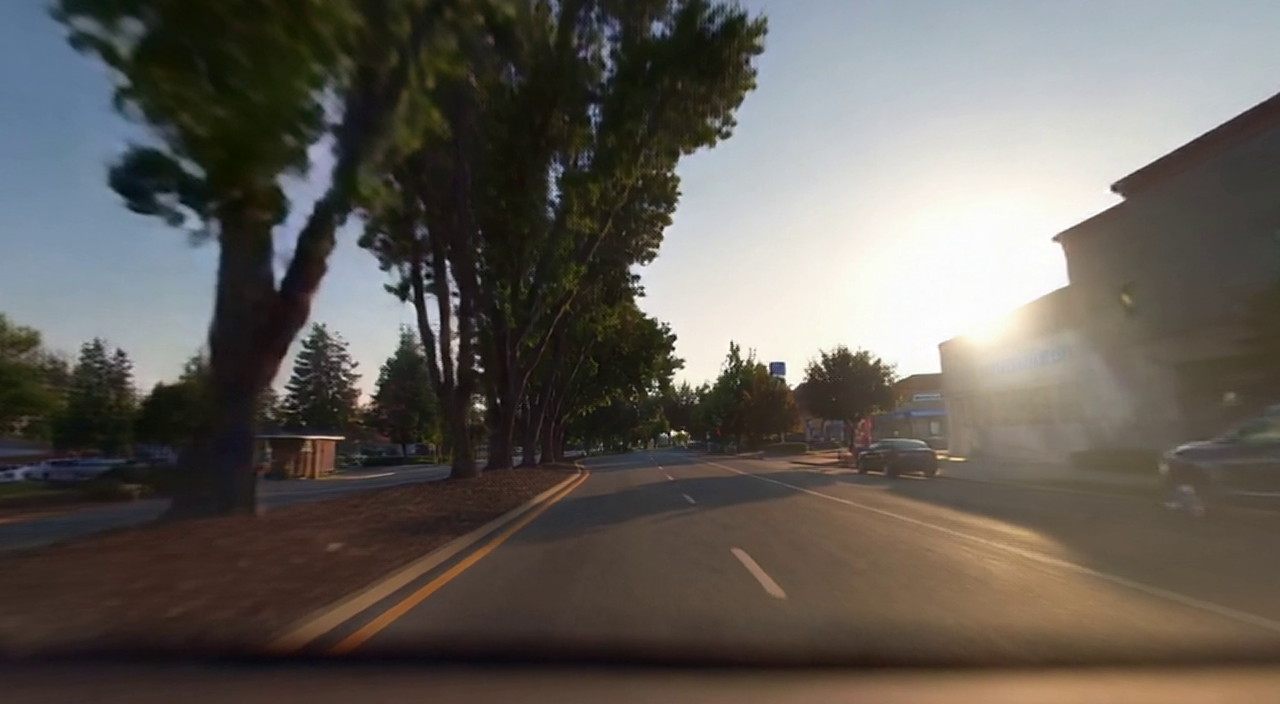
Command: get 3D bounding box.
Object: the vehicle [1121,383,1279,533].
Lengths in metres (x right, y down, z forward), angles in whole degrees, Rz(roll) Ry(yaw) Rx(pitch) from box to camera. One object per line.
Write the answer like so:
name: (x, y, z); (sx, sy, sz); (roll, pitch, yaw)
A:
vehicle: (10.275, 1.430, 8.545); (2.610, 2.072, 5.985); (0, -8, -3)

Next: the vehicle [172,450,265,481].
vehicle: (-30.601, 8.204, 46.171); (2.326, 1.944, 6.466); (1, -8, 0)

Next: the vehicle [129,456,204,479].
vehicle: (-33.538, 8.203, 44.935); (2.048, 1.422, 4.179); (0, -8, 1)

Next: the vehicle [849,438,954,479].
vehicle: (10.164, 4.160, 25.015); (2.034, 1.437, 4.728); (0, -8, -2)
